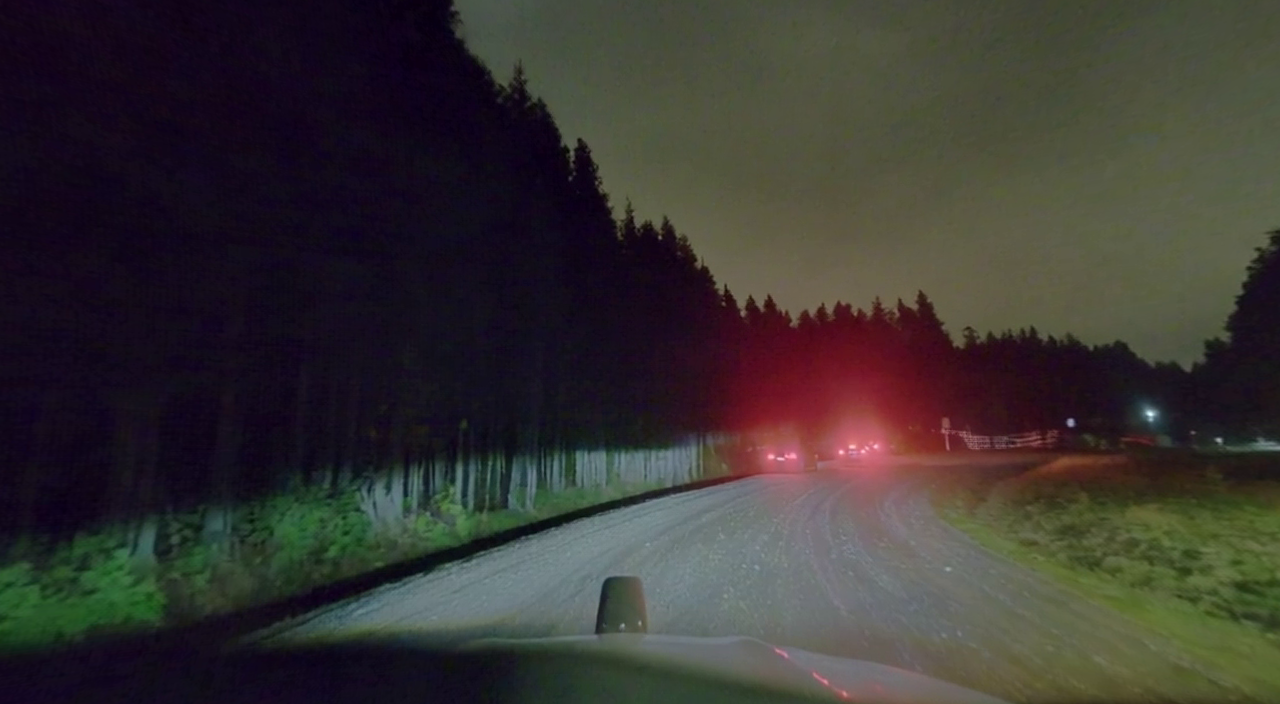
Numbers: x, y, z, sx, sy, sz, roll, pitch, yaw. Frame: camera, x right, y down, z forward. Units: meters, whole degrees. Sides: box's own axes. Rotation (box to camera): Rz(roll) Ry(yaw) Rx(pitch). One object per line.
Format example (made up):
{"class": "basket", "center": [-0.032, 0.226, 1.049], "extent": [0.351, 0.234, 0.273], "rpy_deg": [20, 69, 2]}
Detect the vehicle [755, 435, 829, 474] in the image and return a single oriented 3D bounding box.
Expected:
{"class": "vehicle", "center": [7.728, 5.152, 31.705], "extent": [1.988, 1.789, 4.257], "rpy_deg": [-5, -10, 38]}
